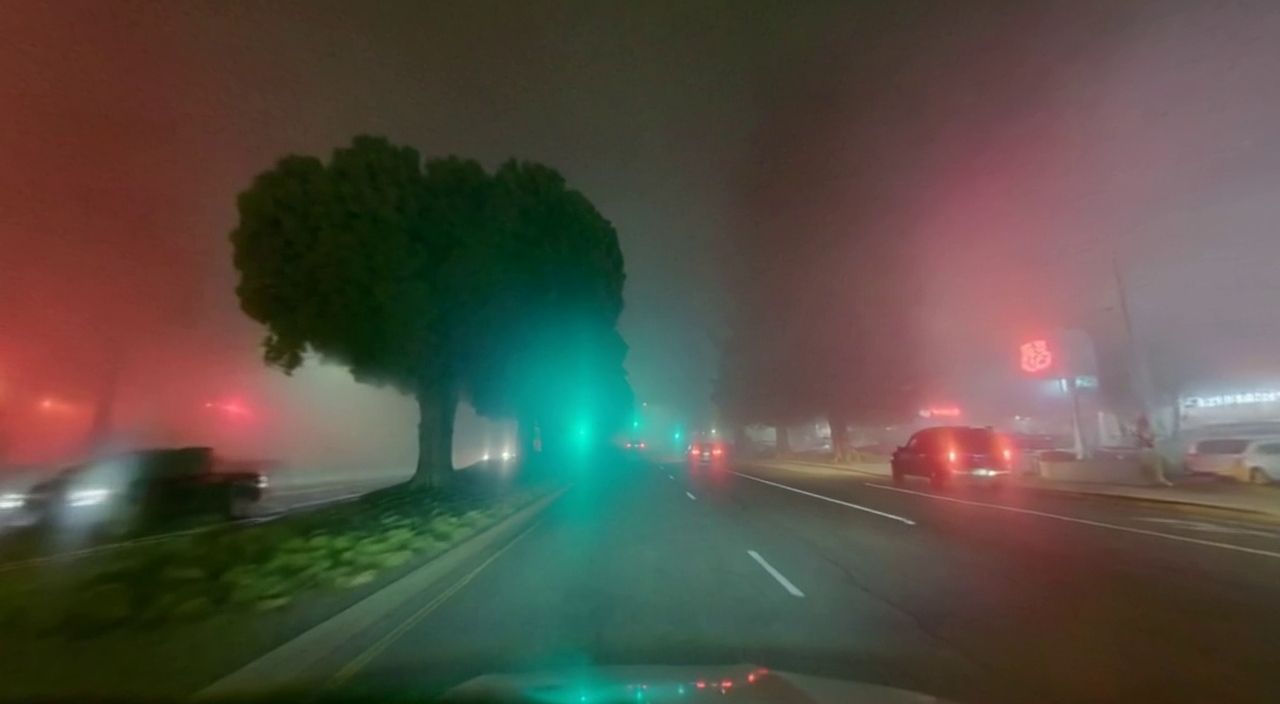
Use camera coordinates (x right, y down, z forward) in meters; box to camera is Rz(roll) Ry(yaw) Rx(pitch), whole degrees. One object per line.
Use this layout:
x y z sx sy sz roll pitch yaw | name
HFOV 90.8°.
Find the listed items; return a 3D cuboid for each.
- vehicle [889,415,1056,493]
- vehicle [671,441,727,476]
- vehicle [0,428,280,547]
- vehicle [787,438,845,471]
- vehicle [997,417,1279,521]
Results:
10.266 3.228 20.261 2.154 2.099 5.756 0 -8 -1 | vehicle
2.653 4.928 29.442 2.099 1.463 4.365 0 -8 -1 | vehicle
-8.520 2.176 10.866 2.023 1.579 4.526 0 -8 -1 | vehicle
10.233 6.000 37.189 1.987 1.746 4.569 0 -8 -2 | vehicle
10.270 2.440 13.727 2.045 1.831 5.000 0 -8 0 | vehicle
